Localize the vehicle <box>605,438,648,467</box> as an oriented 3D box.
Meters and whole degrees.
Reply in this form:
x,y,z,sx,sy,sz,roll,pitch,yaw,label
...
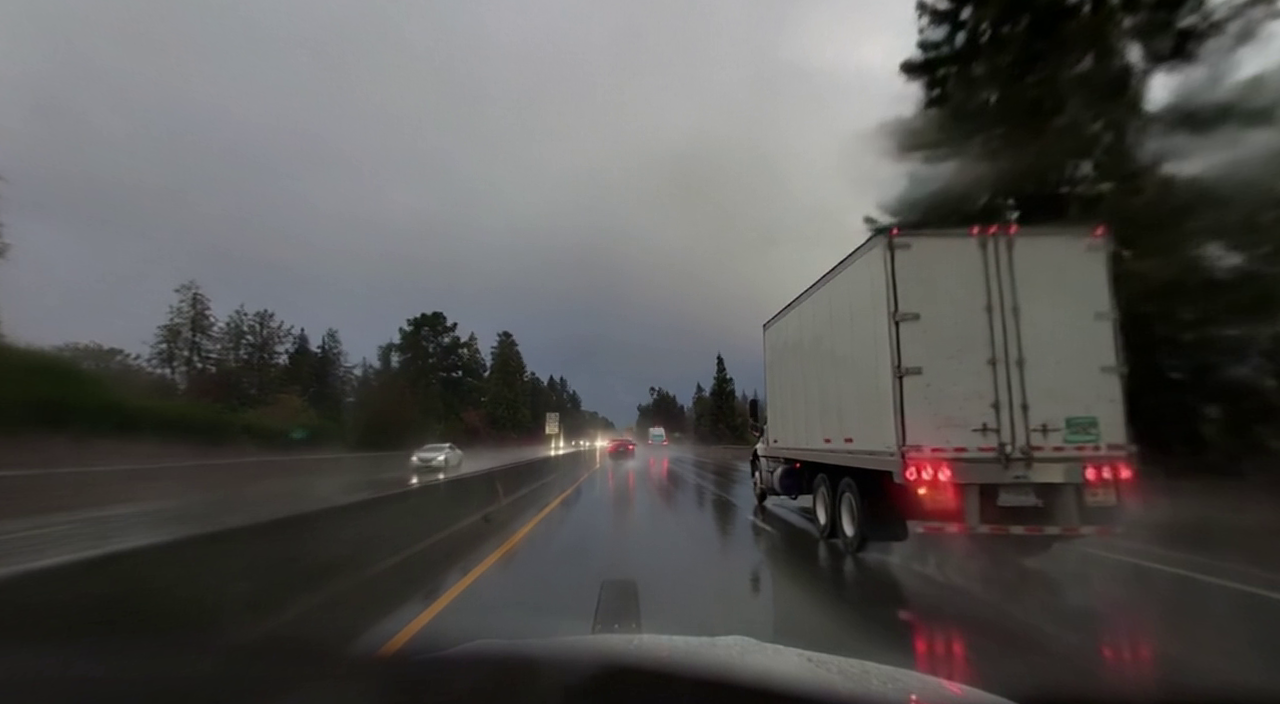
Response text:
x,y,z,sx,sy,sz,roll,pitch,yaw,label
-0.753,5.557,35.025,2.259,1.466,3.693,0,-8,-1,vehicle

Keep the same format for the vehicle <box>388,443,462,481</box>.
x,y,z,sx,sy,sz,roll,pitch,yaw,label
-9.191,4.701,27.294,1.882,1.446,3.944,0,-8,-1,vehicle

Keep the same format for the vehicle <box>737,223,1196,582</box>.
x,y,z,sx,sy,sz,roll,pitch,yaw,label
3.782,0.971,10.306,2.921,3.526,8.207,0,-8,-1,vehicle
